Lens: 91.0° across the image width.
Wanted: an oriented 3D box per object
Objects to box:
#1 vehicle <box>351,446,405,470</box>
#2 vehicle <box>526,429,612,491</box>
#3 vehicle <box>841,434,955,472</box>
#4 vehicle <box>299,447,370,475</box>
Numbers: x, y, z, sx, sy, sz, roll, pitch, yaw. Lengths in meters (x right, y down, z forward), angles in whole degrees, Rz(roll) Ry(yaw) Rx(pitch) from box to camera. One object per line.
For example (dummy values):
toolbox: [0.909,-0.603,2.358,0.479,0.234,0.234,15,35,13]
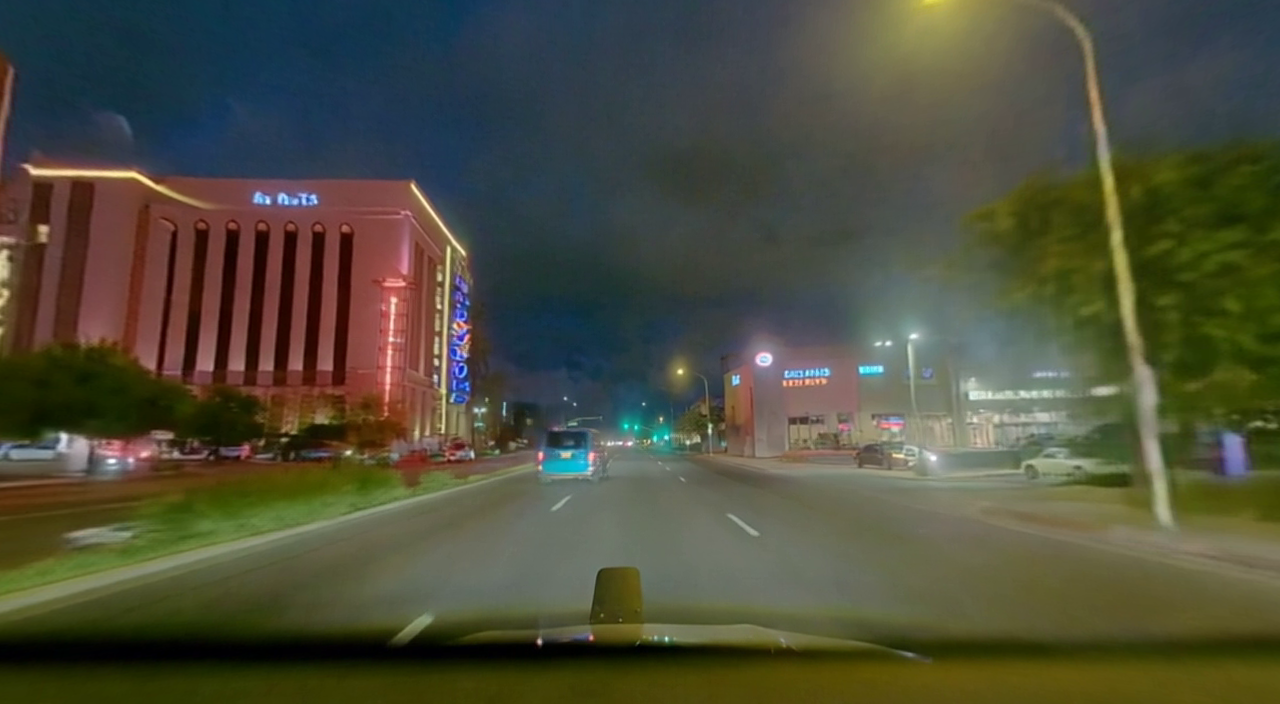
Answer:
vehicle: [-17.715,7.186,42.765,1.840,1.508,4.376,0,-8,-1]
vehicle: [-2.073,3.296,19.481,2.080,1.722,3.766,0,-8,2]
vehicle: [14.853,5.855,36.663,2.589,1.989,5.779,4,-9,-26]
vehicle: [-17.790,6.346,36.896,1.852,1.481,4.660,0,-8,-1]
